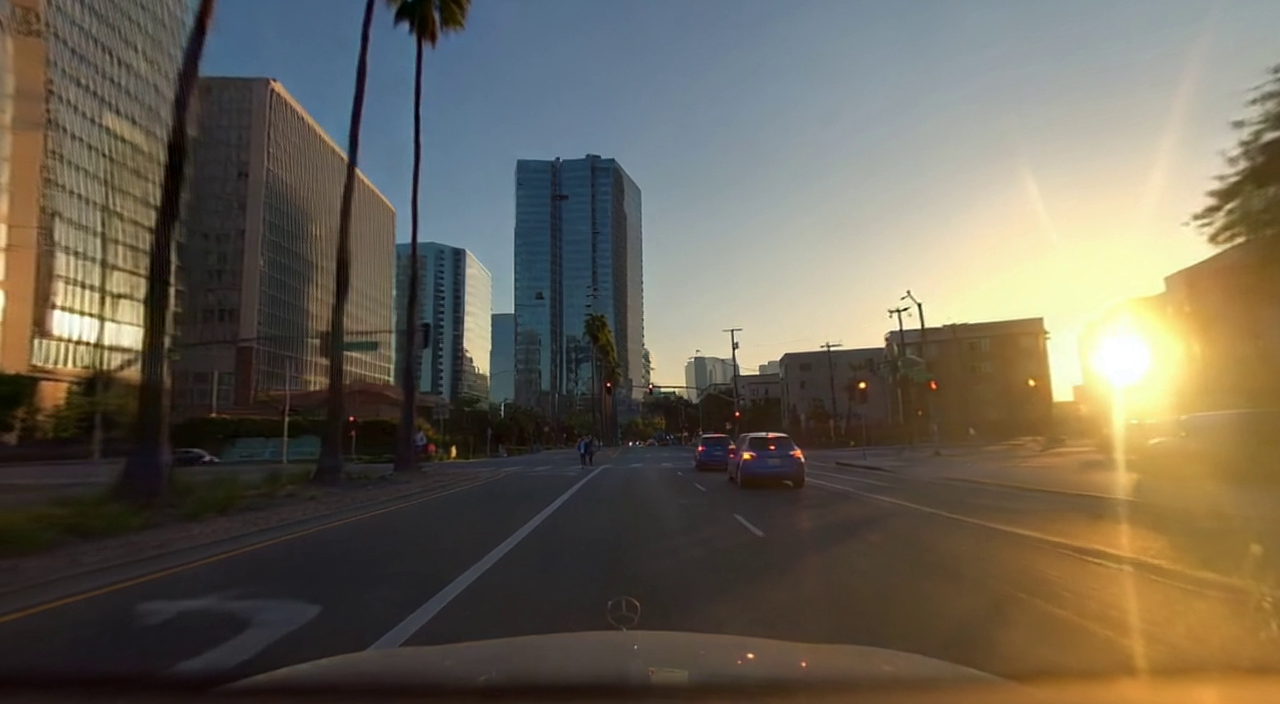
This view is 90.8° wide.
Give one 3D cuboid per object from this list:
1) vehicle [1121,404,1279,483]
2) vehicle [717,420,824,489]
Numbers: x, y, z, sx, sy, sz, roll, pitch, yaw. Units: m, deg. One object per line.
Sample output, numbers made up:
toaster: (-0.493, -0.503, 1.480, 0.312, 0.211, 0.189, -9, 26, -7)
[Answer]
vehicle: (15.468, 2.355, 16.262, 4.503, 1.878, 2.011, 0, -9, -2)
vehicle: (3.657, 2.997, 18.755, 2.060, 1.756, 4.770, 0, -8, -1)
